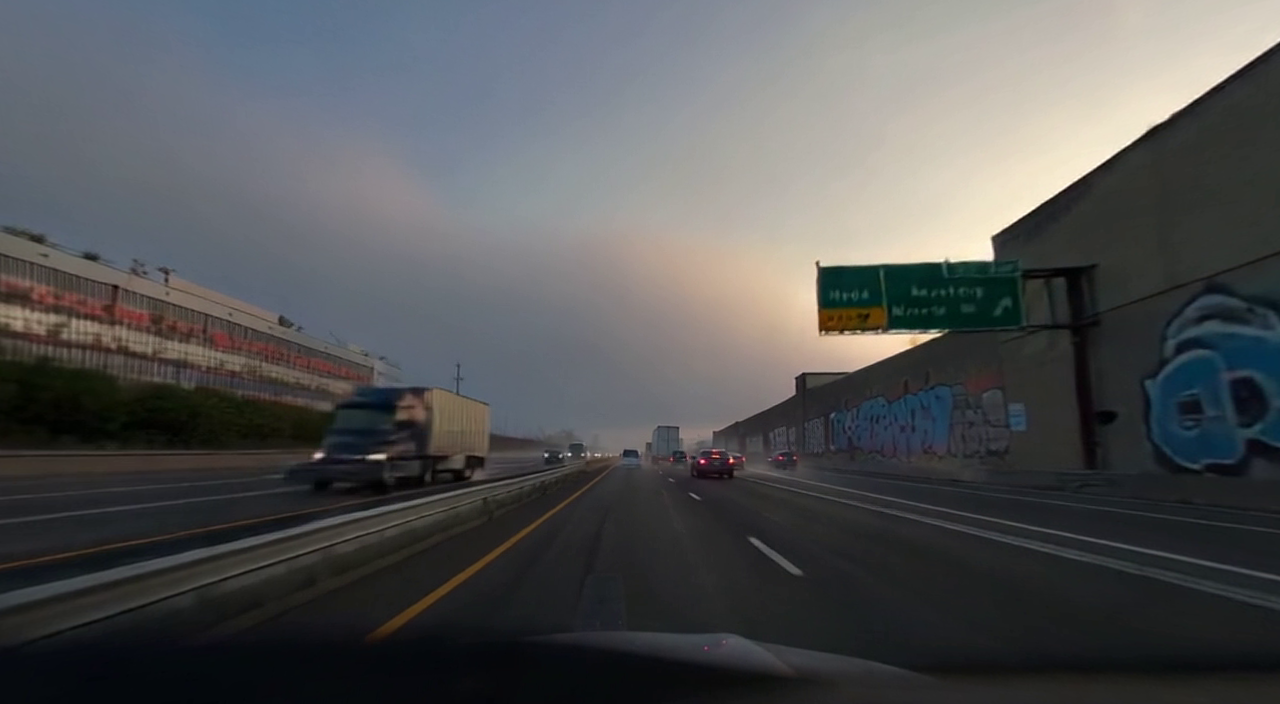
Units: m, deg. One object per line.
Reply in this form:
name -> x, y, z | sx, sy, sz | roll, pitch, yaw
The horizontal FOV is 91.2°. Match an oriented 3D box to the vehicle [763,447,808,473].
vehicle -> 9.909, 7.378, 42.951 | 2.107, 1.648, 4.324 | -1, -9, 1

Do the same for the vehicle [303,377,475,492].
vehicle -> -8.422, 3.024, 22.448 | 2.794, 3.367, 8.009 | 0, -9, 0

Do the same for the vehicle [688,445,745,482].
vehicle -> 3.522, 5.262, 29.867 | 2.045, 1.605, 4.674 | 0, -9, -1

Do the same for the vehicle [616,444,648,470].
vehicle -> -0.586, 7.510, 44.879 | 2.169, 1.753, 4.151 | 0, -9, -1
